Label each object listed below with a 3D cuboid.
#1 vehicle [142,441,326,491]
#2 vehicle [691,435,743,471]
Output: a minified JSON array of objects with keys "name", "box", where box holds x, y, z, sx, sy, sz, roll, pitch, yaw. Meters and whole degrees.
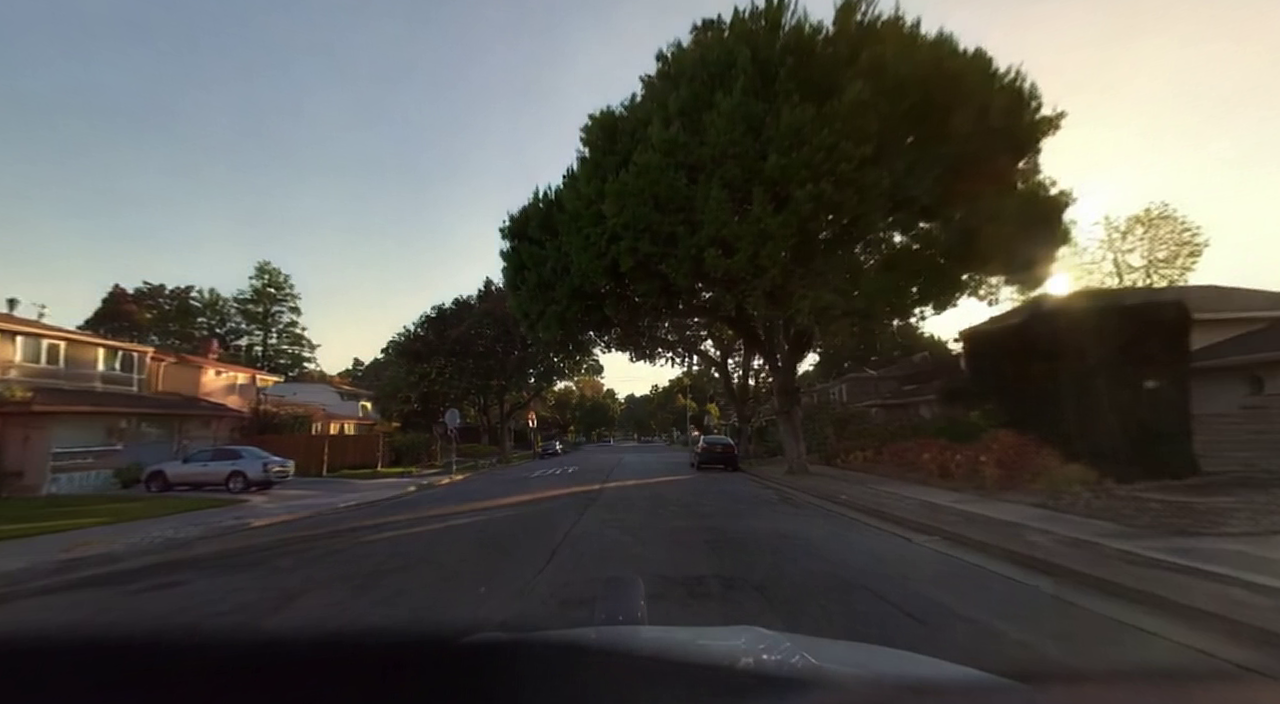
[{"name":"vehicle","box":[-13.110,3.697,20.670,4.572,1.522,1.999,0,-9,-3]},{"name":"vehicle","box":[3.447,4.597,28.907,1.975,1.528,4.000,0,-9,1]}]
